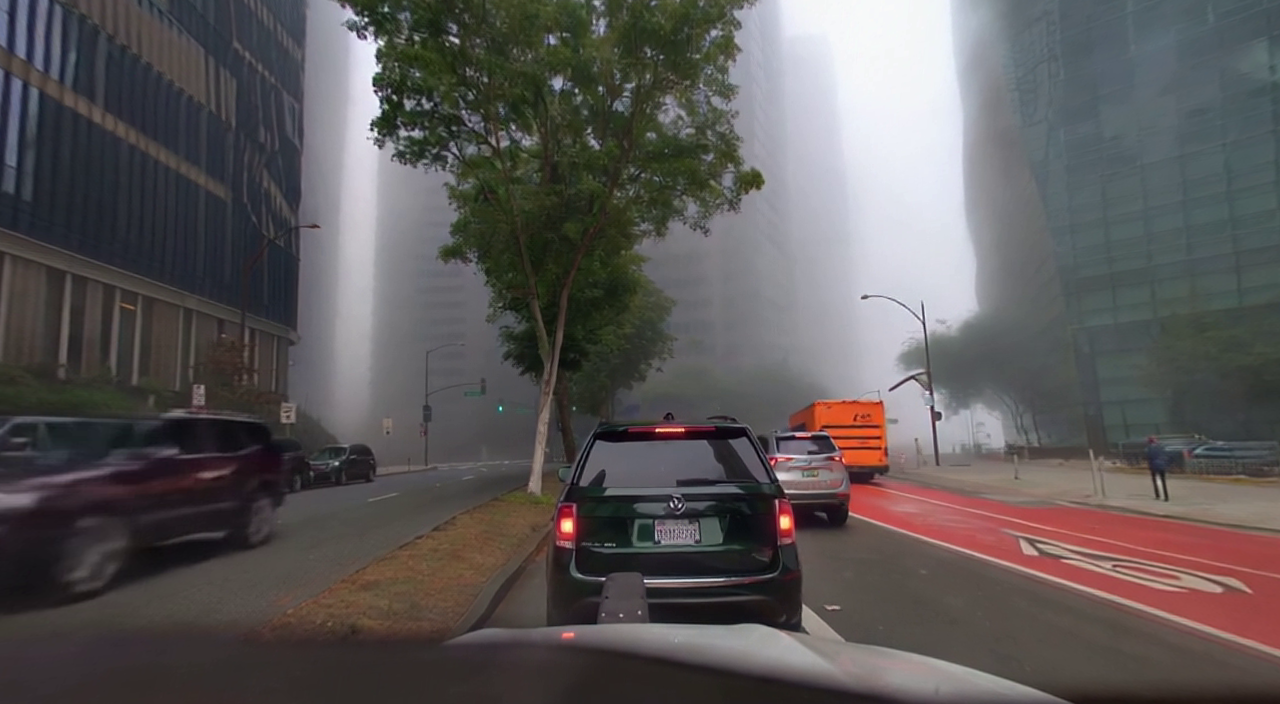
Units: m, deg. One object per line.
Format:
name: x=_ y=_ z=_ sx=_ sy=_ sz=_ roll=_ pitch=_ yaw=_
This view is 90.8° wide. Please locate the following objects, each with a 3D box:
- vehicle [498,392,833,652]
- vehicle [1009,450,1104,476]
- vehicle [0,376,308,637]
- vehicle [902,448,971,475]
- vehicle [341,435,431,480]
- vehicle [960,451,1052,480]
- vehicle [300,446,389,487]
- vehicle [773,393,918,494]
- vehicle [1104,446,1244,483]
vehicle: x=0.205 y=1.426 z=6.305 sx=2.192 sy=1.695 sz=4.142 roll=0 pitch=-8 yaw=1
vehicle: x=28.035 y=7.445 z=42.690 sx=5.153 sy=1.626 sz=1.895 roll=-6 pitch=-10 yaw=33
vehicle: x=-5.674 y=1.379 z=6.441 sx=2.198 sy=1.779 sz=4.926 roll=1 pitch=-9 yaw=-5
vehicle: x=21.854 y=8.027 z=46.577 sx=4.211 sy=1.820 sz=2.094 roll=-6 pitch=-10 yaw=35
vehicle: x=-12.103 y=5.065 z=30.605 sx=2.338 sy=1.963 sz=5.740 roll=0 pitch=-9 yaw=-4
vehicle: x=23.873 y=7.394 z=41.308 sx=4.956 sy=1.706 sz=1.822 roll=-6 pitch=-10 yaw=33
vehicle: x=-11.587 y=4.495 z=25.095 sx=1.791 sy=1.463 sz=4.210 roll=0 pitch=-9 yaw=-4
vehicle: x=7.185 y=3.411 z=23.516 sx=3.113 sy=3.116 sz=7.650 roll=0 pitch=-8 yaw=3
vehicle: x=30.832 y=6.479 z=36.813 sx=5.890 sy=1.996 sz=2.155 roll=-6 pitch=-10 yaw=34
